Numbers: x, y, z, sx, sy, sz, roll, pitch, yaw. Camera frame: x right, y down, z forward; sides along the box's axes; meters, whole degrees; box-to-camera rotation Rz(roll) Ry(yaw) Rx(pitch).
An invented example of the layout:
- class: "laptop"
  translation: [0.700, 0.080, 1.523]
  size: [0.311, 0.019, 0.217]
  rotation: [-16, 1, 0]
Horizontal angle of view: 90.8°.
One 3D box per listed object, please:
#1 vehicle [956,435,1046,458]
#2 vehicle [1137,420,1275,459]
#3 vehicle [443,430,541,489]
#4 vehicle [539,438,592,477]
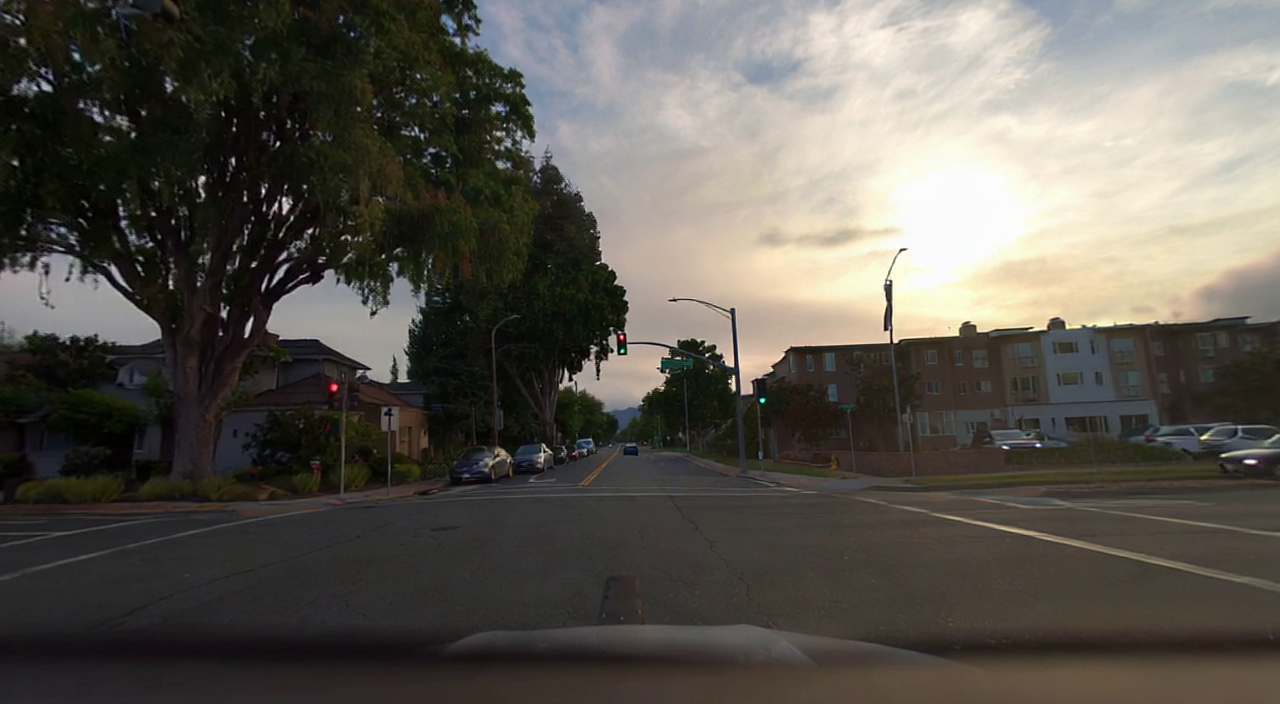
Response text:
- class: "vehicle"
  translation: [24.994, 6.551, 43.838]
  size: [5.172, 1.515, 1.851]
  rotation: [0, -9, -2]
- class: "vehicle"
  translation: [33.269, 5.159, 37.238]
  size: [5.969, 2.149, 2.331]
  rotation: [0, -9, -3]
- class: "vehicle"
  translation: [-6.496, 4.837, 28.976]
  size: [2.896, 2.339, 7.322]
  rotation: [0, -9, -1]
- class: "vehicle"
  translation: [-3.643, 5.279, 31.905]
  size: [2.120, 1.783, 4.788]
  rotation: [0, -9, -1]
